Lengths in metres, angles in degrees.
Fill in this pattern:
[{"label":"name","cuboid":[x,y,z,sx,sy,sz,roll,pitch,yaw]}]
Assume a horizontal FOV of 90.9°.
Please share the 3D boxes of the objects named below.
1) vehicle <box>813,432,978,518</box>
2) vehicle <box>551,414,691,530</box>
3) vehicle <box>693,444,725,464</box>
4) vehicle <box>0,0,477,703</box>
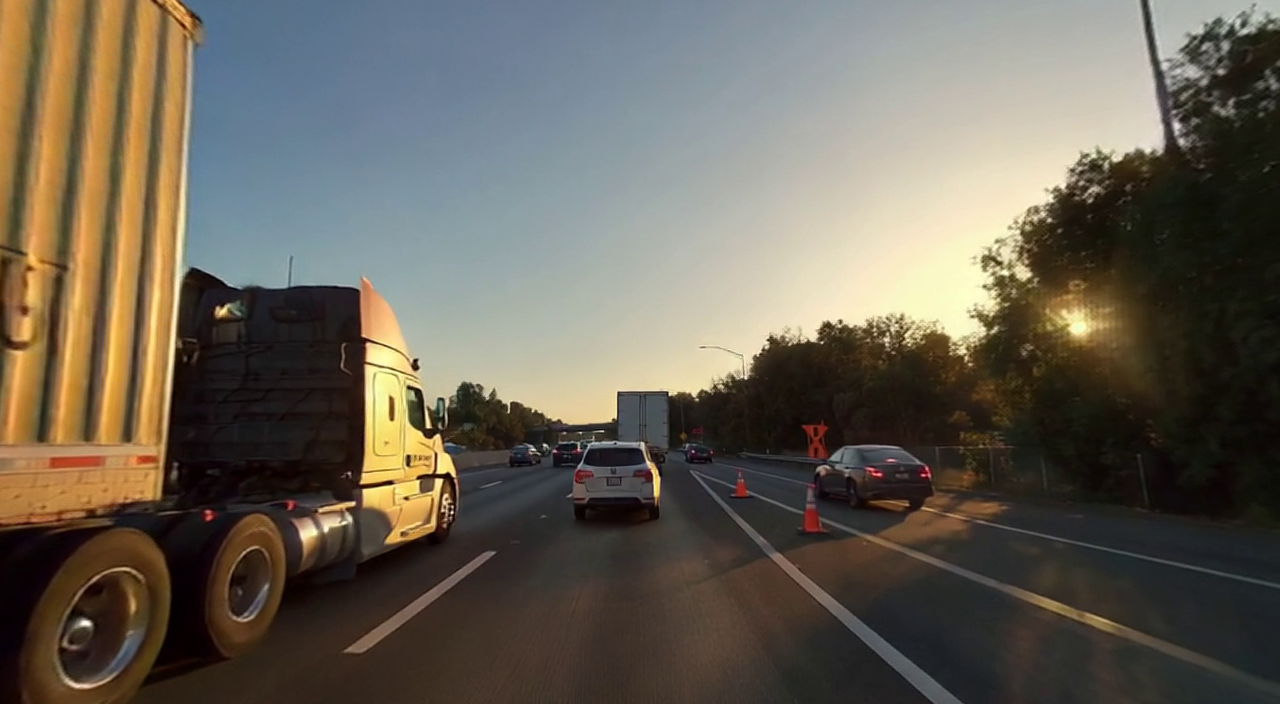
[{"label":"vehicle","cuboid":[5.374,2.612,13.897,1.937,1.601,3.798,0,-9,-2]},{"label":"vehicle","cuboid":[-0.304,2.151,11.762,2.152,1.779,3.924,0,-9,0]},{"label":"vehicle","cuboid":[5.309,7.928,49.231,1.918,1.479,4.571,0,-9,-1]},{"label":"vehicle","cuboid":[-3.741,-0.476,1.068,2.857,4.063,16.026,0,-8,-1]}]
